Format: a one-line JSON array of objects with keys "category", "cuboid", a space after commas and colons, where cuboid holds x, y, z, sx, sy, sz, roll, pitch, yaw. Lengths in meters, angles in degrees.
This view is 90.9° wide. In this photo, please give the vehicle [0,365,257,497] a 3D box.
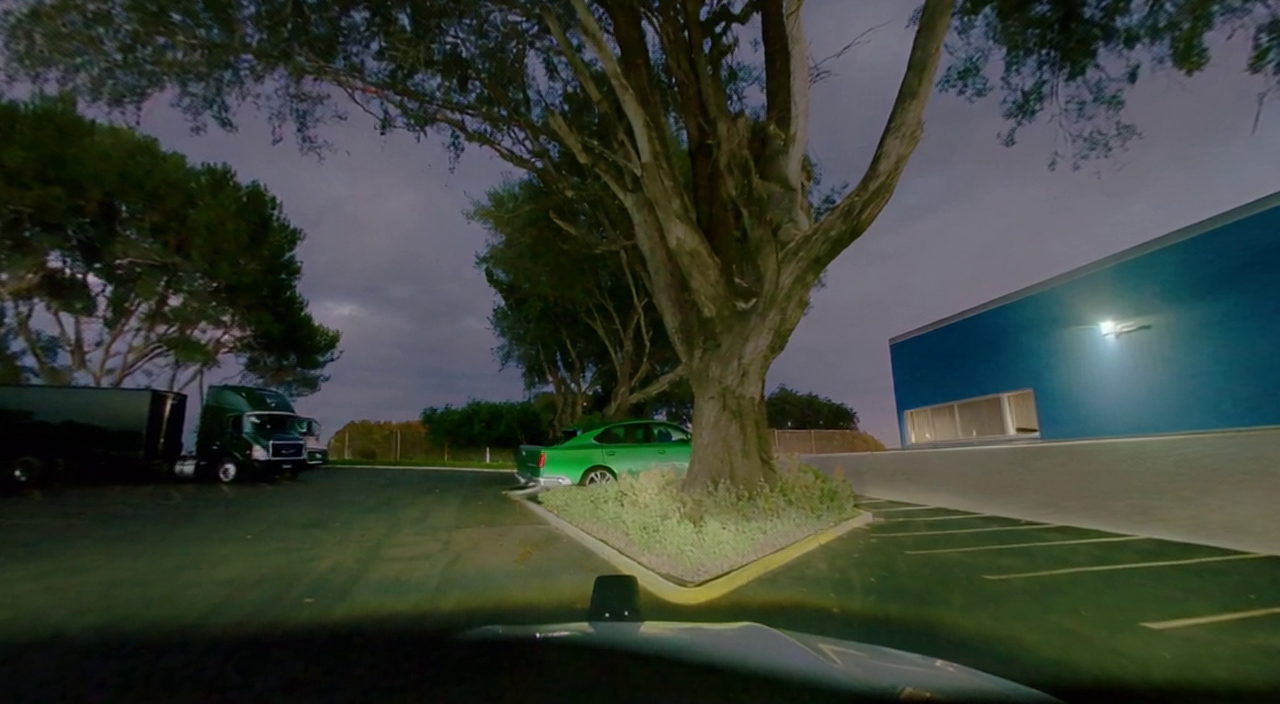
[{"category": "vehicle", "cuboid": [-19.615, 3.095, 23.677, 11.906, 4.069, 2.948, -5, -10, 28]}]

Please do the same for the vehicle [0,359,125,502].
[{"category": "vehicle", "cuboid": [-21.924, 2.741, 20.991, 11.512, 3.871, 3.038, -5, -10, 29]}]

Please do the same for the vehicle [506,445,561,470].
[{"category": "vehicle", "cuboid": [-6.732, 6.700, 40.109, 1.809, 1.506, 3.473, -4, -10, 24]}]
